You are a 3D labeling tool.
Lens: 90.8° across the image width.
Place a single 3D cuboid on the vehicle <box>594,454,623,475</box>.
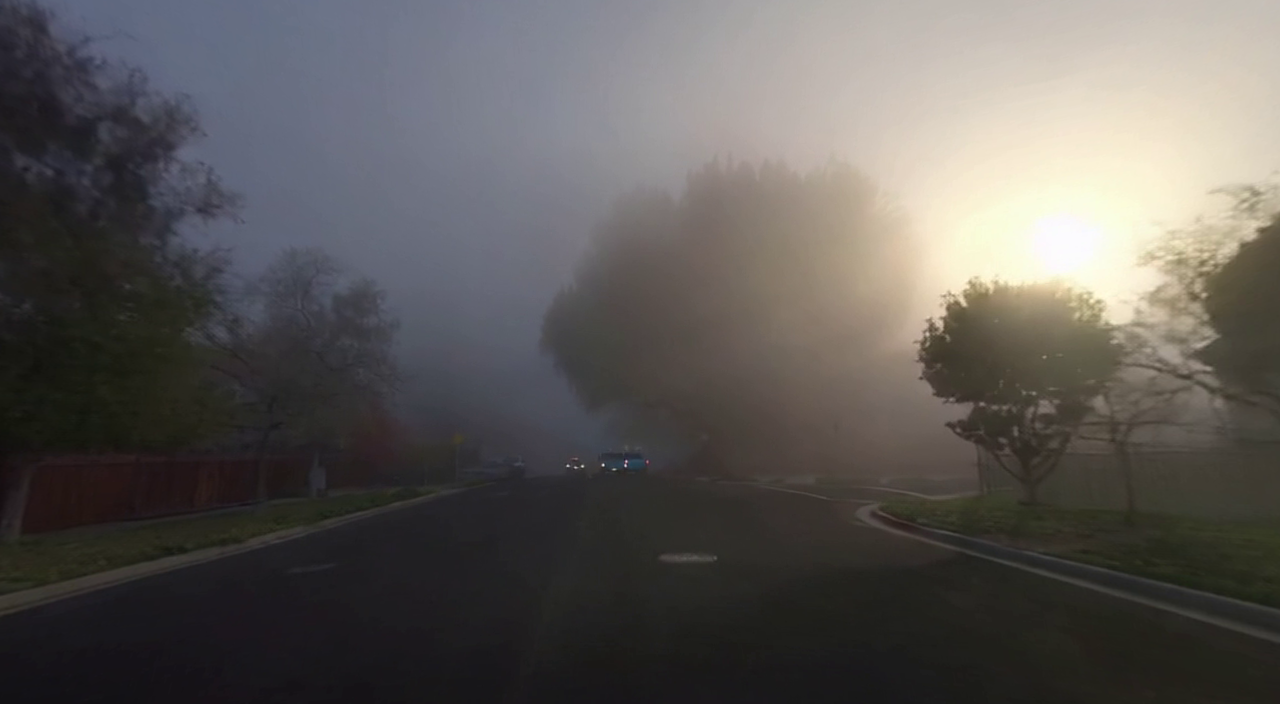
[{"bbox_3d":[-2.411,8.481,47.879,2.064,1.477,3.968,1,-9,-4],"label":"vehicle"}]
